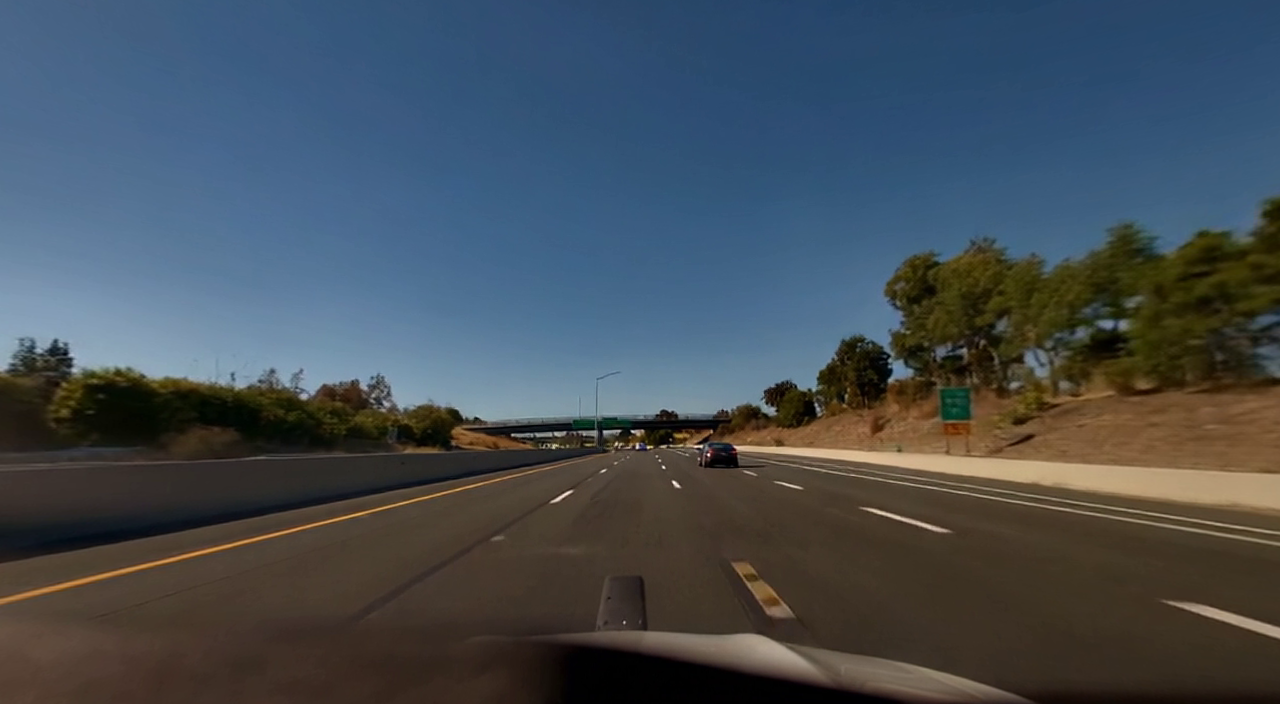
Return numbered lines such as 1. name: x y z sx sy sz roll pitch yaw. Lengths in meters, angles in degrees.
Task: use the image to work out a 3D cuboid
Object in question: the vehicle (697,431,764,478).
1. vehicle: 3.590 4.170 25.850 2.039 1.701 4.834 0 -8 0
